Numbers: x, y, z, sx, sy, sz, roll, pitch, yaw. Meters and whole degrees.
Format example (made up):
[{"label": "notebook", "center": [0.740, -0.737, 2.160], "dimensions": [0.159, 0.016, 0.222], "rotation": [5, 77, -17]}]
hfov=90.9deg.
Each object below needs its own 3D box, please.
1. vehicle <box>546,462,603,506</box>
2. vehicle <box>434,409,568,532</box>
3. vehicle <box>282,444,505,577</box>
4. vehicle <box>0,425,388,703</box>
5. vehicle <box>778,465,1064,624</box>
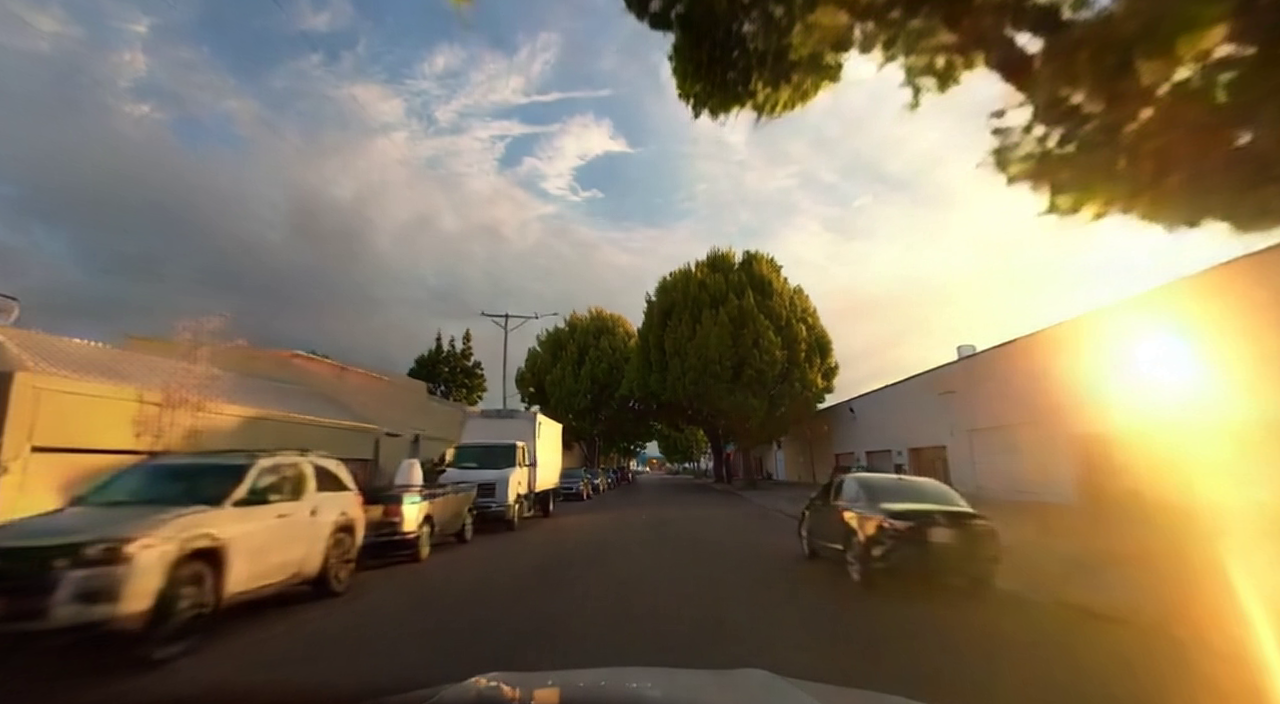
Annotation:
[{"label": "vehicle", "center": [-2.825, 5.833, 28.169], "dimensions": [1.886, 1.640, 4.311], "rotation": [1, -9, 2]}, {"label": "vehicle", "center": [-3.428, 3.174, 16.950], "dimensions": [2.242, 2.726, 5.581], "rotation": [0, -11, 0]}, {"label": "vehicle", "center": [-3.732, 2.506, 10.493], "dimensions": [1.917, 1.735, 4.032], "rotation": [0, -11, 2]}, {"label": "vehicle", "center": [-3.845, 1.559, 5.212], "dimensions": [1.835, 1.625, 3.674], "rotation": [0, -11, 2]}, {"label": "vehicle", "center": [3.052, 2.181, 7.896], "dimensions": [1.819, 1.446, 3.909], "rotation": [0, -11, 1]}]
